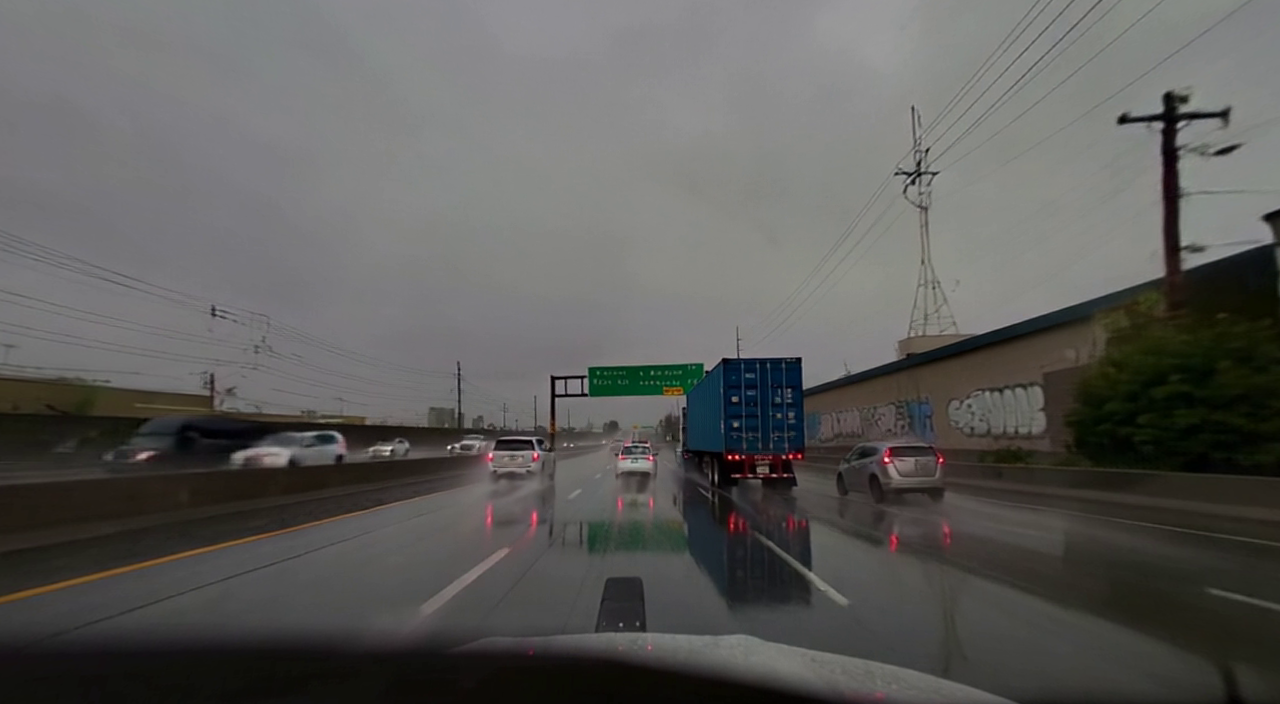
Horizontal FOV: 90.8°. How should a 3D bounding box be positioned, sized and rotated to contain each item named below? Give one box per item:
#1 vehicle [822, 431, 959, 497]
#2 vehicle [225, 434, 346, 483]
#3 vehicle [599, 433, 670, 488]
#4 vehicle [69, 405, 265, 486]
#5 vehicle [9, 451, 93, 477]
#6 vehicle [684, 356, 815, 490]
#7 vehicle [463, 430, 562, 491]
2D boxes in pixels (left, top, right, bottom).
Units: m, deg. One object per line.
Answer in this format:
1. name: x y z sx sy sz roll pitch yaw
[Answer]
1. vehicle: 7.293 3.314 19.041 2.202 1.731 4.628 0 -9 0
2. vehicle: -12.628 3.813 22.878 1.925 1.567 4.342 0 -9 -2
3. vehicle: -0.189 3.694 21.731 2.191 1.685 4.015 0 -9 -1
4. vehicle: -20.241 4.149 27.837 2.772 3.069 7.347 0 -9 1
5. vehicle: -37.230 7.069 40.081 1.801 1.569 3.898 1 -9 -6
6. vehicle: 3.759 3.119 25.695 2.800 4.039 13.179 0 -9 -1
7. vehicle: -4.080 3.595 21.135 2.264 1.804 4.584 0 -9 1
